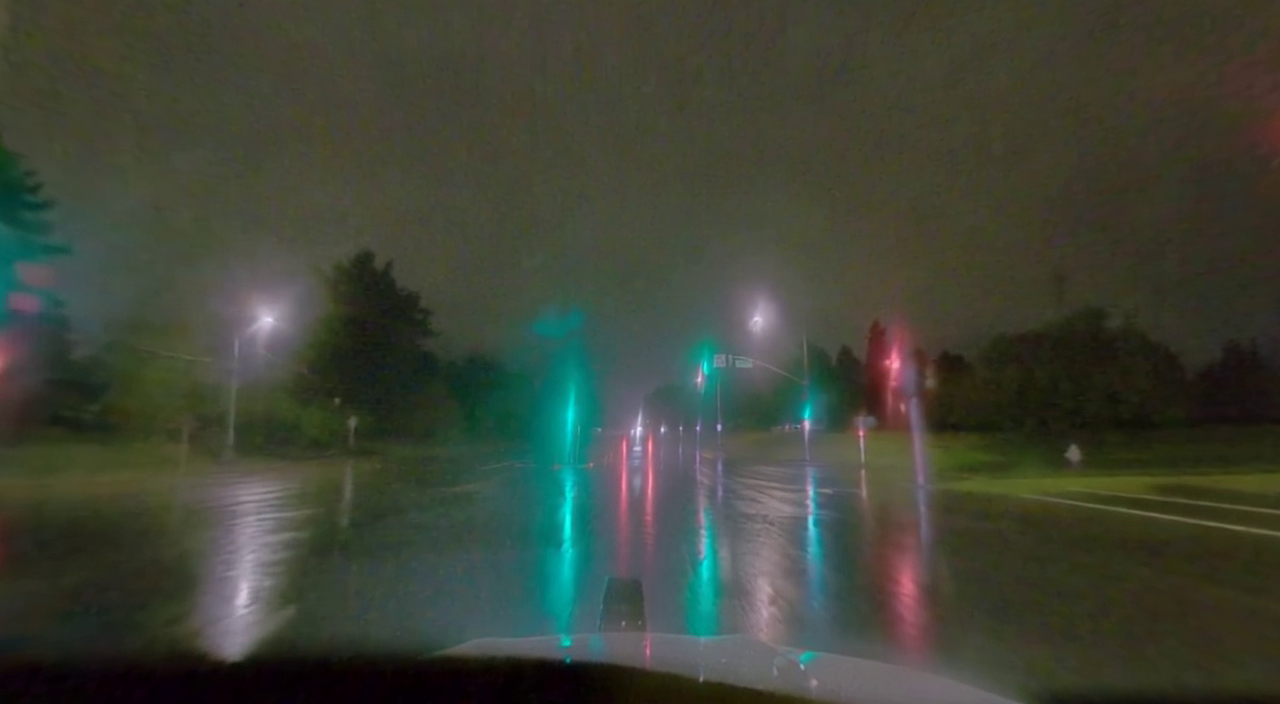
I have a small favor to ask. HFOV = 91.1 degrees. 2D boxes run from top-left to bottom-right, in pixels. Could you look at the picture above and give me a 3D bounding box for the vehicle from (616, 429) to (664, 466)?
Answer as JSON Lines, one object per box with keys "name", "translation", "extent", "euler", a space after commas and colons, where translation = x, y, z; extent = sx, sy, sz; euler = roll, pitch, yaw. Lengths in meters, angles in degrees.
{"name": "vehicle", "translation": [0.034, 4.805, 31.828], "extent": [2.256, 1.734, 4.176], "euler": [0, -8, 0]}
